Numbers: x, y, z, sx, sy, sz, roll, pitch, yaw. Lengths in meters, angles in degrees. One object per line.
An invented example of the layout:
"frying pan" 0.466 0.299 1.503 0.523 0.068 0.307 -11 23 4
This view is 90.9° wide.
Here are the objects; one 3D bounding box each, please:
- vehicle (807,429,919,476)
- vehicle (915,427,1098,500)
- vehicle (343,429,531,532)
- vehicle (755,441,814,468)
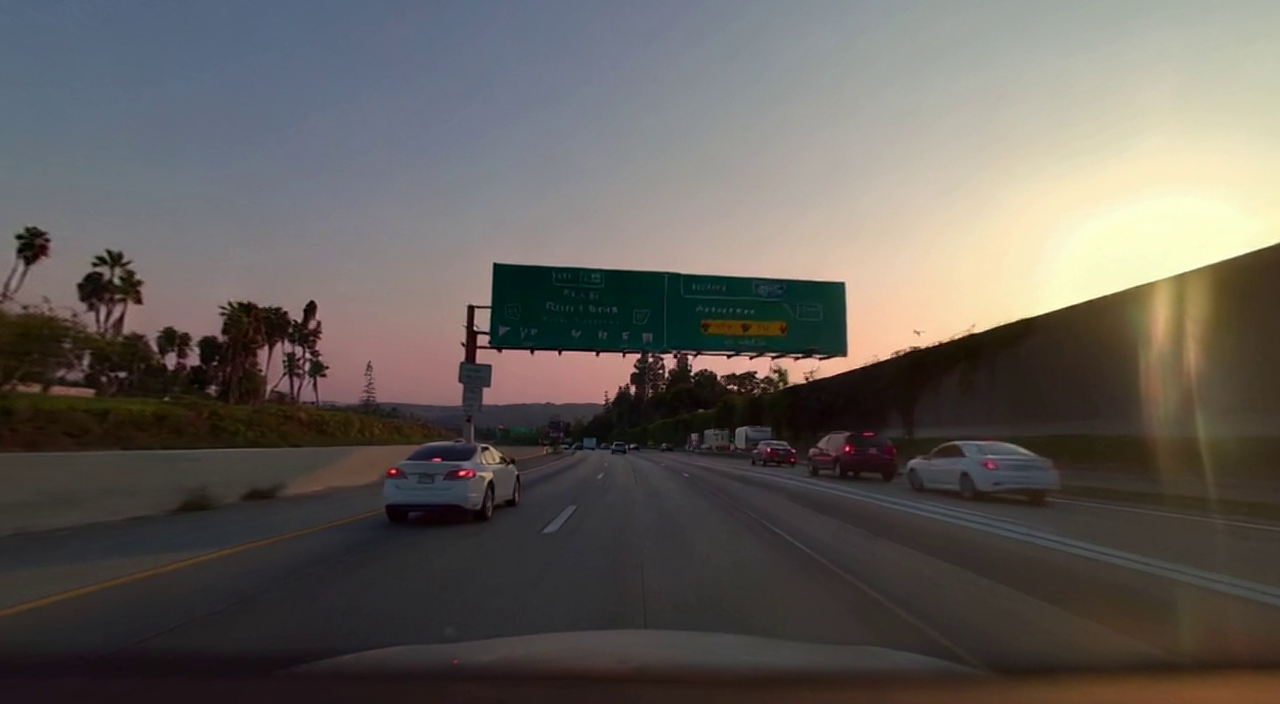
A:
"vehicle" 8.587 3.942 25.001 2.345 1.637 5.558 0 -8 -1
"vehicle" 8.992 2.765 16.021 1.957 1.584 4.272 0 -8 -2
"vehicle" -3.464 2.275 11.755 2.109 1.536 4.174 0 -8 0
"vehicle" 8.459 6.042 37.428 2.052 1.468 5.333 0 -8 -2
